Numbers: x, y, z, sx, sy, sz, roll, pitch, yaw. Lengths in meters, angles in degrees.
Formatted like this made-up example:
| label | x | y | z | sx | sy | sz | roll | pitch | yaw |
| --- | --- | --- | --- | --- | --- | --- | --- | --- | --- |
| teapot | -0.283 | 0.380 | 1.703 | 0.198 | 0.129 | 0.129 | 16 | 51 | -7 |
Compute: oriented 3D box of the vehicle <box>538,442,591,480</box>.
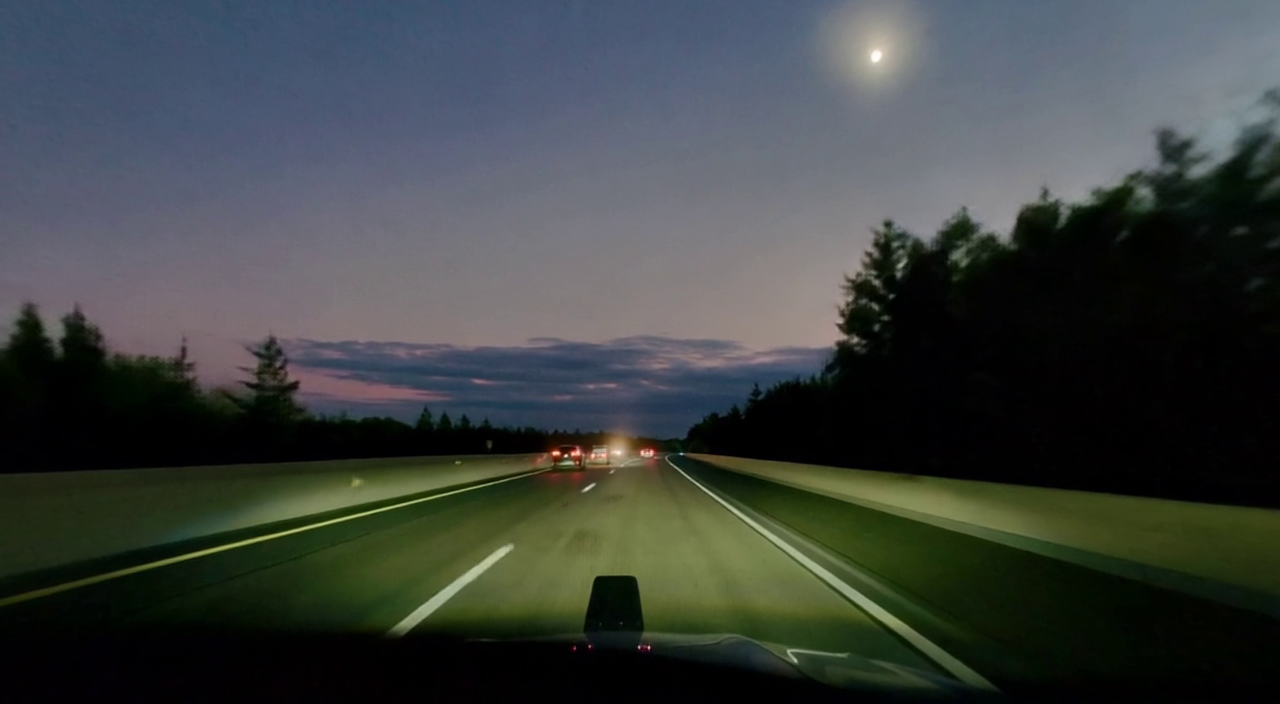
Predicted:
| label | x | y | z | sx | sy | sz | roll | pitch | yaw |
| --- | --- | --- | --- | --- | --- | --- | --- | --- | --- |
| vehicle | -3.388 | 4.967 | 29.017 | 1.846 | 1.600 | 4.108 | 0 | -9 | 1 |
